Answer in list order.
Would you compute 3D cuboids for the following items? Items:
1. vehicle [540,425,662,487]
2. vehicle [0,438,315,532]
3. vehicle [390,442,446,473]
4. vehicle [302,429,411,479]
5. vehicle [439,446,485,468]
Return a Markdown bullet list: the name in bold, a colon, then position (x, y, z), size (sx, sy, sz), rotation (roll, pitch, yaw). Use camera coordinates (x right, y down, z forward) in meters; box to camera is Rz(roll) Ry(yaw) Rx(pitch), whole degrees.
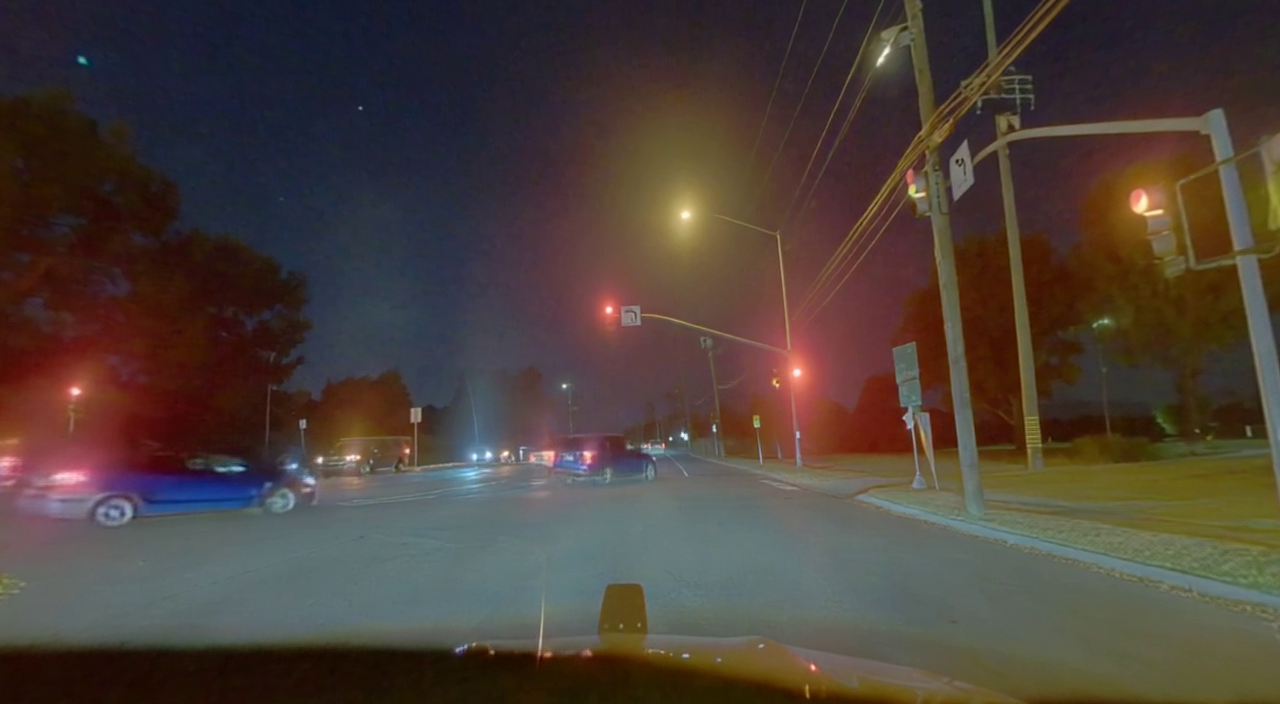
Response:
- **vehicle**: position (-1.225, 3.805, 23.378), size (2.137, 1.986, 5.930), rotation (-4, -9, 22)
- **vehicle**: position (-8.858, 2.365, 11.809), size (4.529, 1.455, 2.019), rotation (6, -10, -35)
- **vehicle**: position (-13.229, 6.303, 37.627), size (1.772, 1.647, 4.221), rotation (-4, -9, 0)
- **vehicle**: position (-13.121, 4.766, 29.620), size (2.350, 2.104, 5.828), rotation (0, -8, 1)
- **vehicle**: position (-12.671, 7.486, 44.911), size (1.841, 1.477, 4.485), rotation (0, -8, 1)
